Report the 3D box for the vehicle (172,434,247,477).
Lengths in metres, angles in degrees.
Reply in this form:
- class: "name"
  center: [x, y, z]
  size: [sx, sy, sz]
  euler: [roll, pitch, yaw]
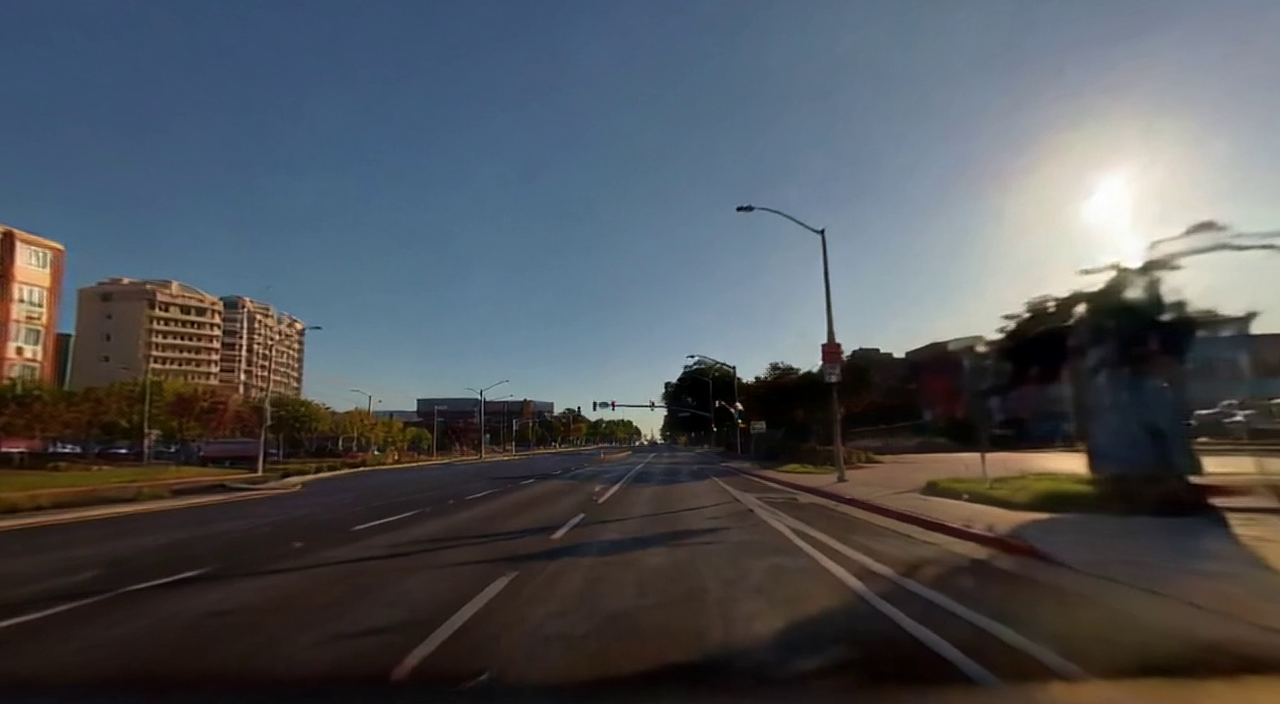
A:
- class: "vehicle"
  center: [-26.523, 6.358, 39.035]
  size: [2.249, 2.488, 3.048]
  euler: [-3, -8, 9]
